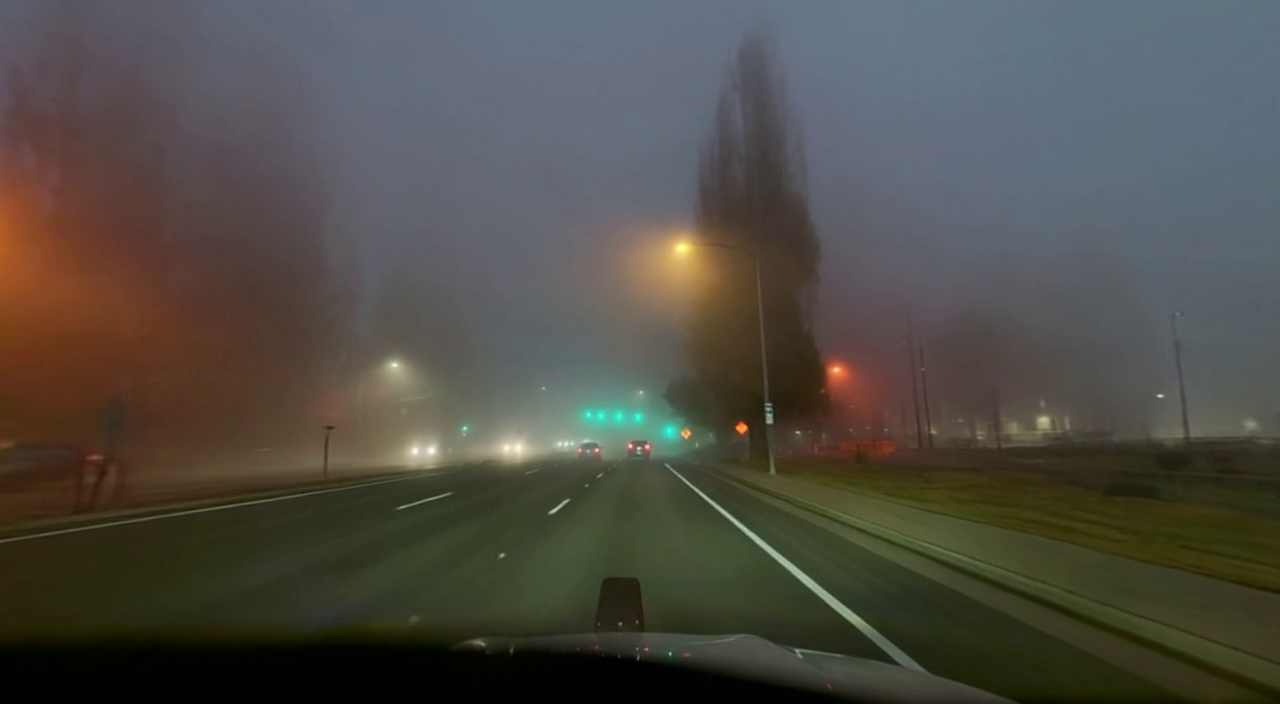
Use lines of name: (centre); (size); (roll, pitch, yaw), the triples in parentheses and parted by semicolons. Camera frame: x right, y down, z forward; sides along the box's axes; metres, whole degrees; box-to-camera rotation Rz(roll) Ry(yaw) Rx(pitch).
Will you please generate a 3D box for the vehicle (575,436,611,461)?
vehicle: (-3.394, 7.078, 46.205); (2.198, 1.663, 4.519); (0, -8, 0)
